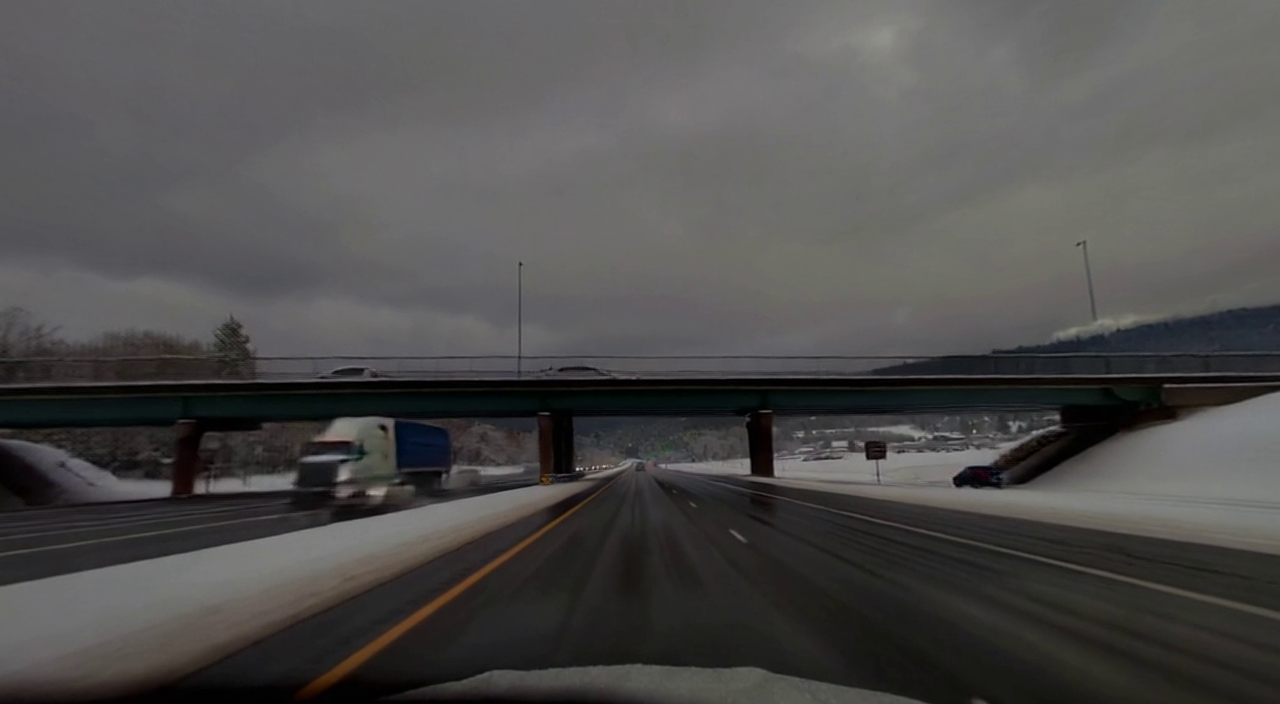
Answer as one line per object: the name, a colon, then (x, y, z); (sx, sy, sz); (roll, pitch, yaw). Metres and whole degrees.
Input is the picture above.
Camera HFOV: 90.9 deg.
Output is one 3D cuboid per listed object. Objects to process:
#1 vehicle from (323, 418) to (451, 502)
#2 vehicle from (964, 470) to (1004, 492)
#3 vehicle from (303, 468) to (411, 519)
vehicle: (-13.365, 5.965, 34.531); (2.933, 3.849, 9.640); (1, -10, 0)
vehicle: (26.902, 10.061, 49.357); (1.951, 1.616, 4.175); (-3, -11, 18)
vehicle: (-8.995, 4.503, 20.371); (1.716, 1.429, 3.637); (1, -10, 1)
